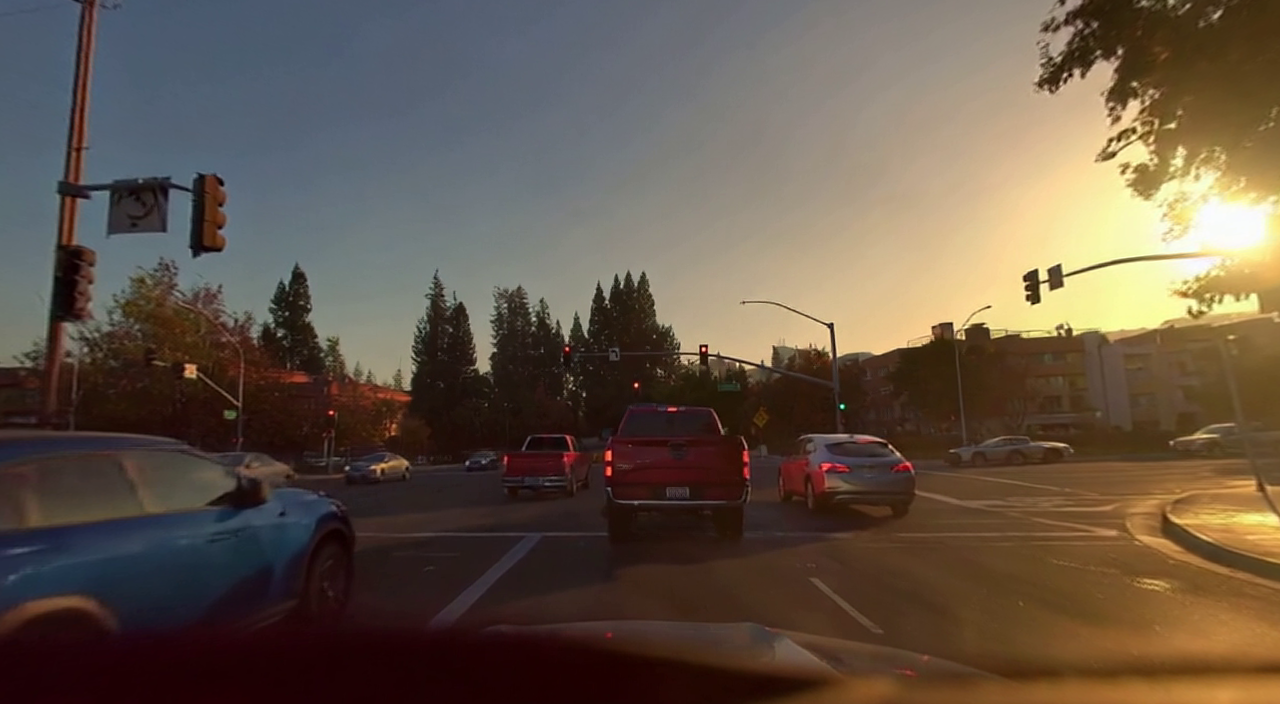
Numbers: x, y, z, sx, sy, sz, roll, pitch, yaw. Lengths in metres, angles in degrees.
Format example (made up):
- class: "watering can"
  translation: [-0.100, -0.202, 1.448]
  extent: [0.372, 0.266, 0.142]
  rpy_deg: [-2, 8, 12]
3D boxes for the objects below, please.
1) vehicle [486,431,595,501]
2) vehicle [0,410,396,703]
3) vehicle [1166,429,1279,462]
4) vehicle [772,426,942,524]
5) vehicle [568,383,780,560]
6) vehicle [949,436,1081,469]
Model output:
- class: "vehicle"
  translation: [-2.690, 3.241, 18.390]
  extent: [2.125, 1.739, 4.707]
  rpy_deg: [-1, -8, 4]
- class: "vehicle"
  translation: [-3.321, 1.130, 3.449]
  extent: [1.998, 1.481, 4.656]
  rpy_deg: [0, -8, 1]
- class: "vehicle"
  translation: [27.777, 4.363, 29.459]
  extent: [4.681, 1.458, 1.908]
  rpy_deg: [0, -9, -1]
- class: "vehicle"
  translation: [4.169, 2.433, 12.986]
  extent: [1.984, 1.659, 4.226]
  rpy_deg: [0, -8, 0]
- class: "vehicle"
  translation: [0.482, 1.772, 9.964]
  extent: [2.505, 2.084, 4.768]
  rpy_deg: [0, -8, 2]
- class: "vehicle"
  translation: [16.896, 4.538, 28.518]
  extent: [4.809, 1.458, 1.842]
  rpy_deg: [0, -9, -3]
